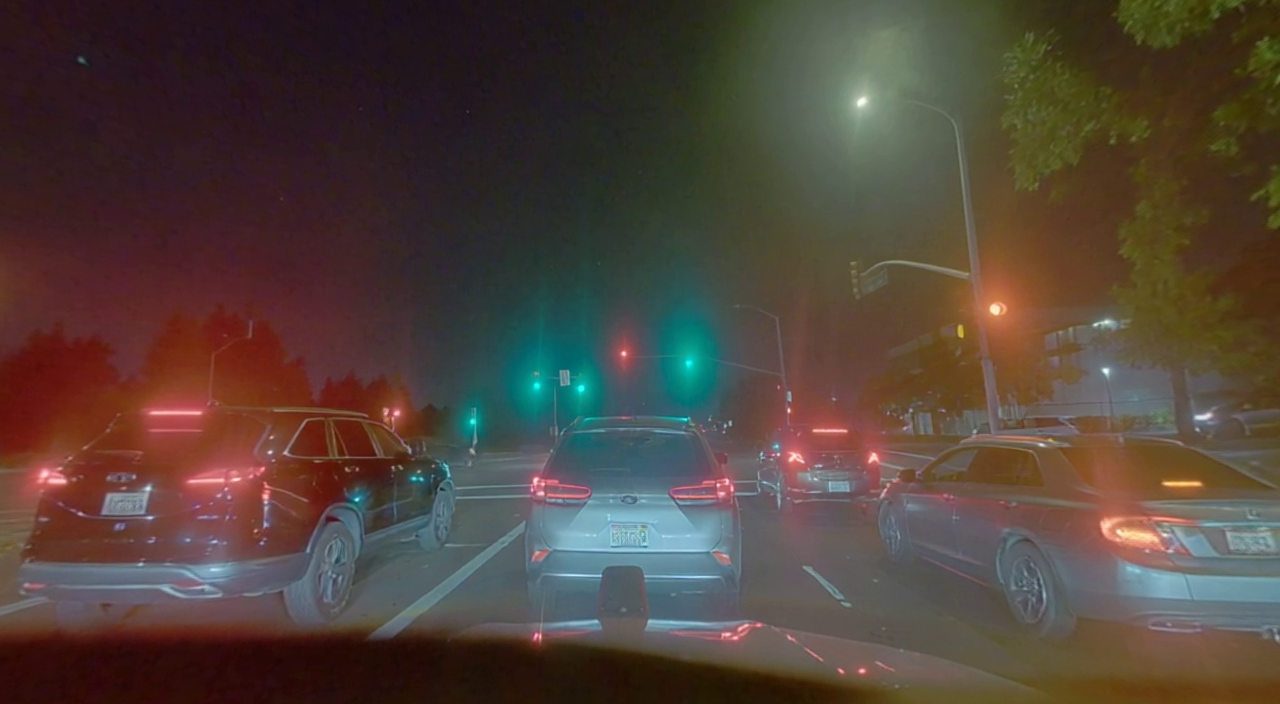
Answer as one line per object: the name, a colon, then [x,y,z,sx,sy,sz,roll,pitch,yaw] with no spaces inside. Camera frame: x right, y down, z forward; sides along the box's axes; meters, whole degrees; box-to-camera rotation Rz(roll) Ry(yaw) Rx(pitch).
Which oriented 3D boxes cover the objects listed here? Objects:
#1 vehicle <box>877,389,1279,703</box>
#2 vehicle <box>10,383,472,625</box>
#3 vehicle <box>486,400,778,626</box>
vehicle: [3.594,1.209,4.601,2.010,1.486,4.498,0,-8,1]
vehicle: [-3.541,1.430,6.866,2.014,1.755,4.360,0,-8,3]
vehicle: [-0.034,1.401,6.307,2.047,1.579,3.642,0,-8,1]
